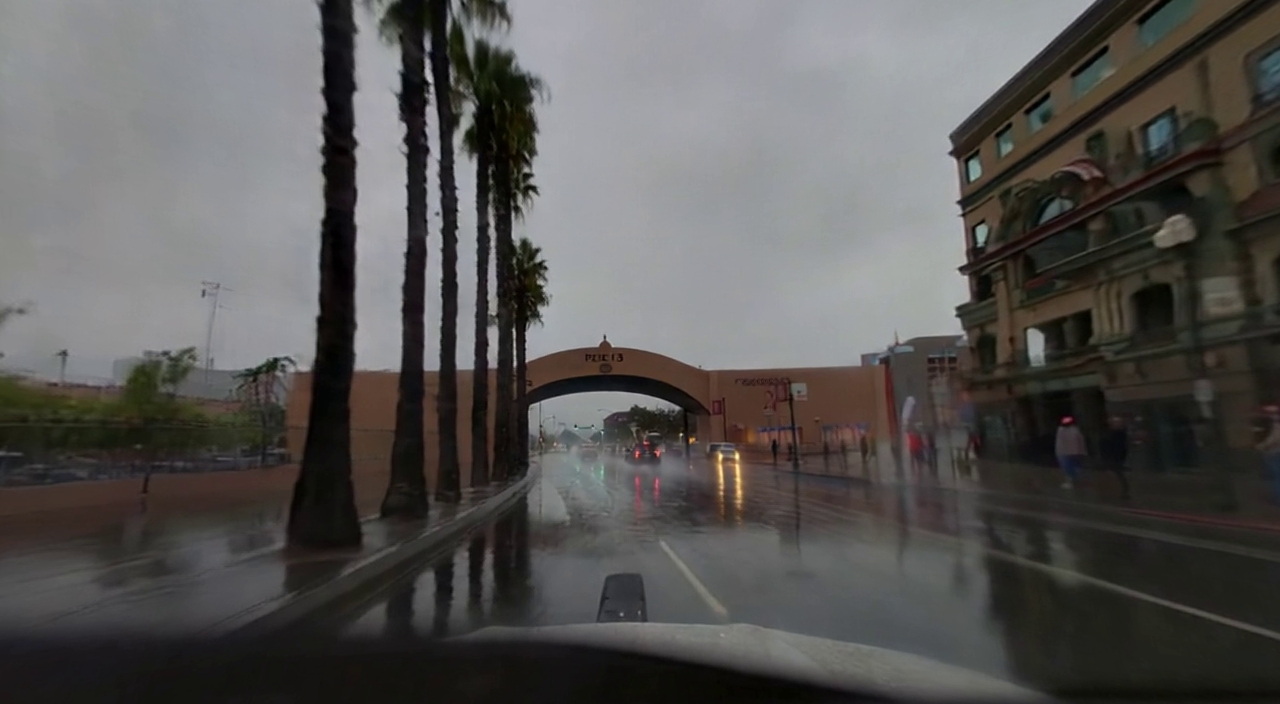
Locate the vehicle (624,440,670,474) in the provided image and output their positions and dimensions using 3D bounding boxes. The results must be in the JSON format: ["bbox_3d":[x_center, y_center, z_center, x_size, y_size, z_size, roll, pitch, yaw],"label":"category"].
[{"bbox_3d":[0.341,6.801,41.057,2.284,2.010,6.670,1,-9,-6],"label":"vehicle"}]
